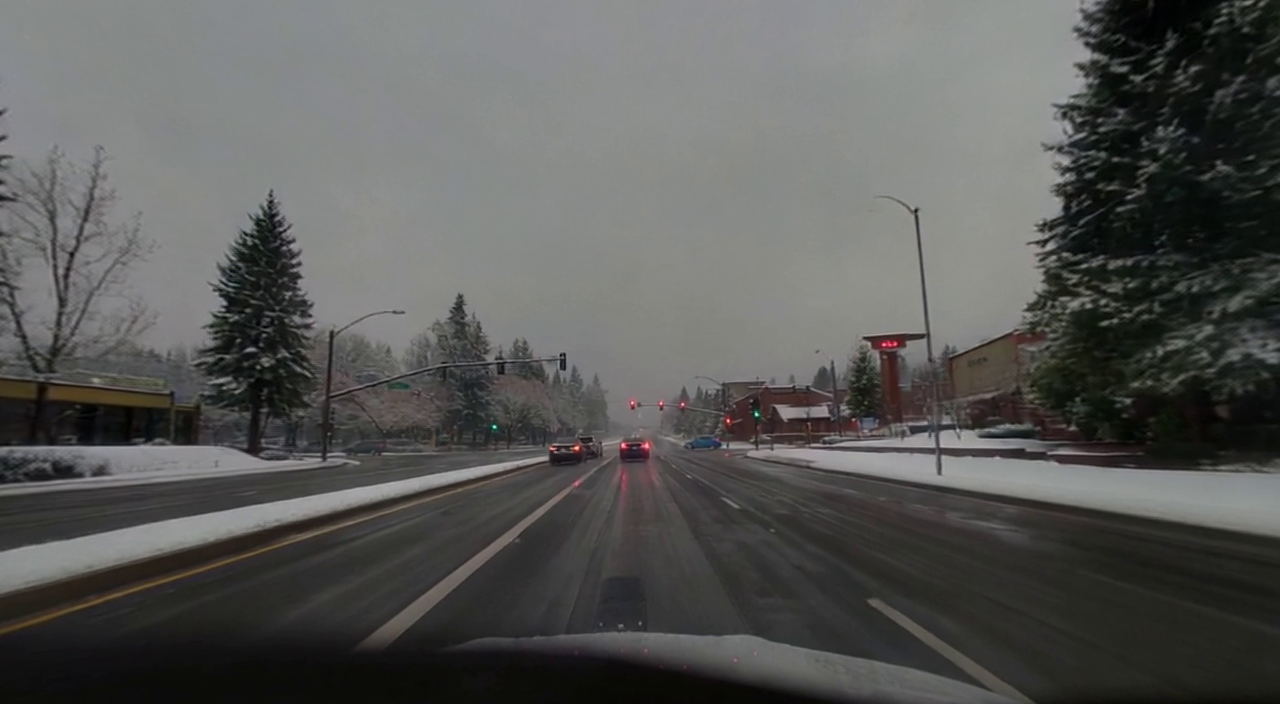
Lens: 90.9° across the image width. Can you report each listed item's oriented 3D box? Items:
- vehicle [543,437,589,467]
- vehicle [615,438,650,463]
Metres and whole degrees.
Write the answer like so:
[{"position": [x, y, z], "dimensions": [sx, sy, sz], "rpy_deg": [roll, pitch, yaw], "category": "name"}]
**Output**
[{"position": [-3.899, 5.386, 34.060], "dimensions": [1.942, 1.497, 4.561], "rpy_deg": [0, -8, 0], "category": "vehicle"}, {"position": [-0.484, 6.112, 39.278], "dimensions": [2.066, 1.482, 3.923], "rpy_deg": [0, -8, -1], "category": "vehicle"}]
